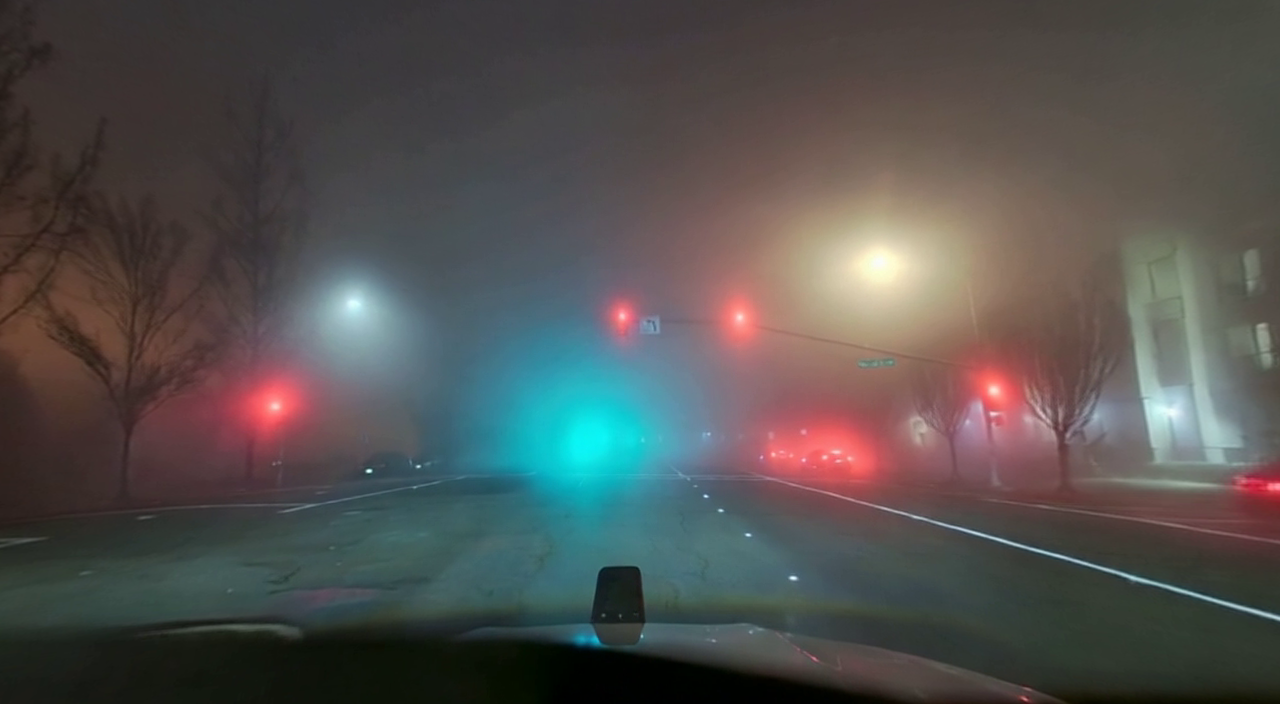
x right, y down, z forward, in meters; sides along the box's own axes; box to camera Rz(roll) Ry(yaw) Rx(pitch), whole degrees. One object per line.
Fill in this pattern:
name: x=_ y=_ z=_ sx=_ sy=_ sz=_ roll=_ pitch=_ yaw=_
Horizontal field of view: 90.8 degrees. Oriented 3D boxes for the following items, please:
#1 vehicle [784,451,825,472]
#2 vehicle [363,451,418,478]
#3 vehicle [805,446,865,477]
vehicle: x=12.298 y=8.213 z=47.393 sx=1.802 sy=1.444 sz=4.318 roll=0 pitch=-8 yaw=-2
vehicle: x=-17.052 y=7.706 z=43.442 sx=2.075 sy=1.708 sz=4.335 roll=0 pitch=-8 yaw=-2
vehicle: x=12.526 y=7.030 z=40.872 sx=2.181 sy=1.876 sz=4.723 roll=1 pitch=-8 yaw=-2
